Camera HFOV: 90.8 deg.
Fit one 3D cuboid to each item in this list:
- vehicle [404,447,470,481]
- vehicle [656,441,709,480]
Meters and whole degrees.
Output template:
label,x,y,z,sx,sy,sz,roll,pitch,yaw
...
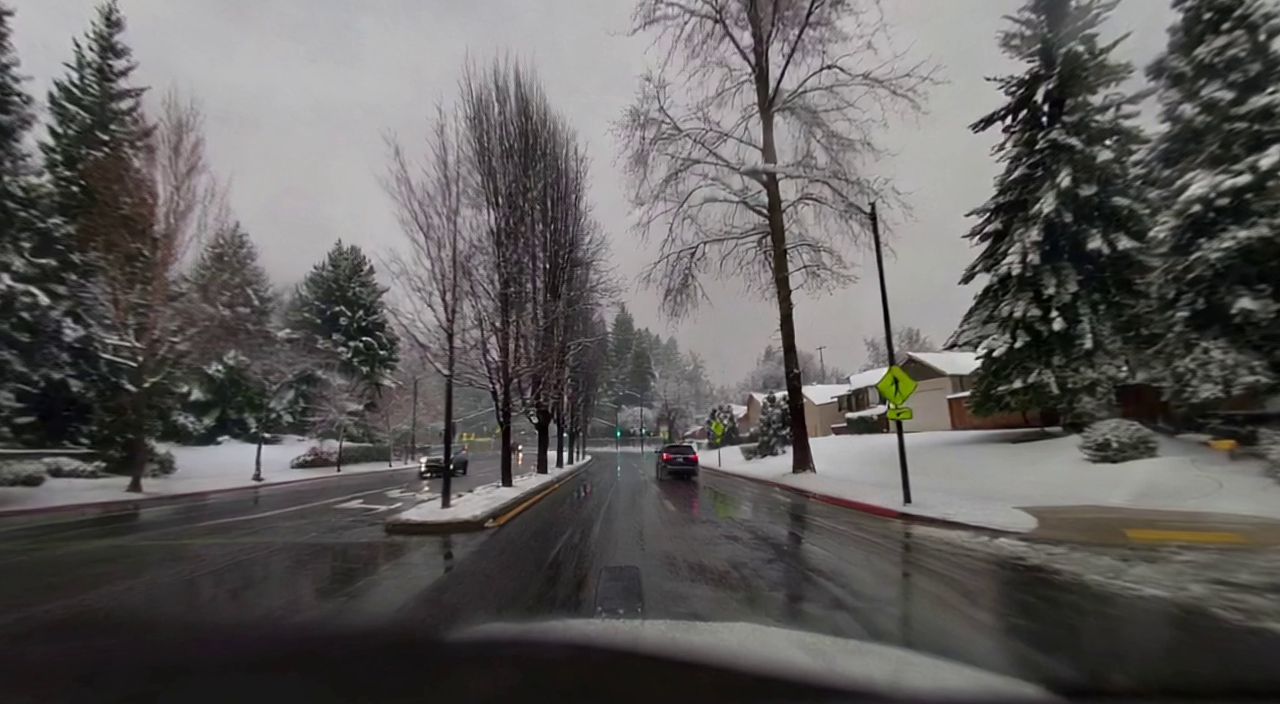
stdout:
label,x,y,z,sx,sy,sz,roll,pitch,yaw
vehicle,-9.520,5.264,29.975,1.886,1.485,3.913,0,-9,-2
vehicle,1.933,5.137,30.198,1.990,1.707,4.225,0,-9,-3
